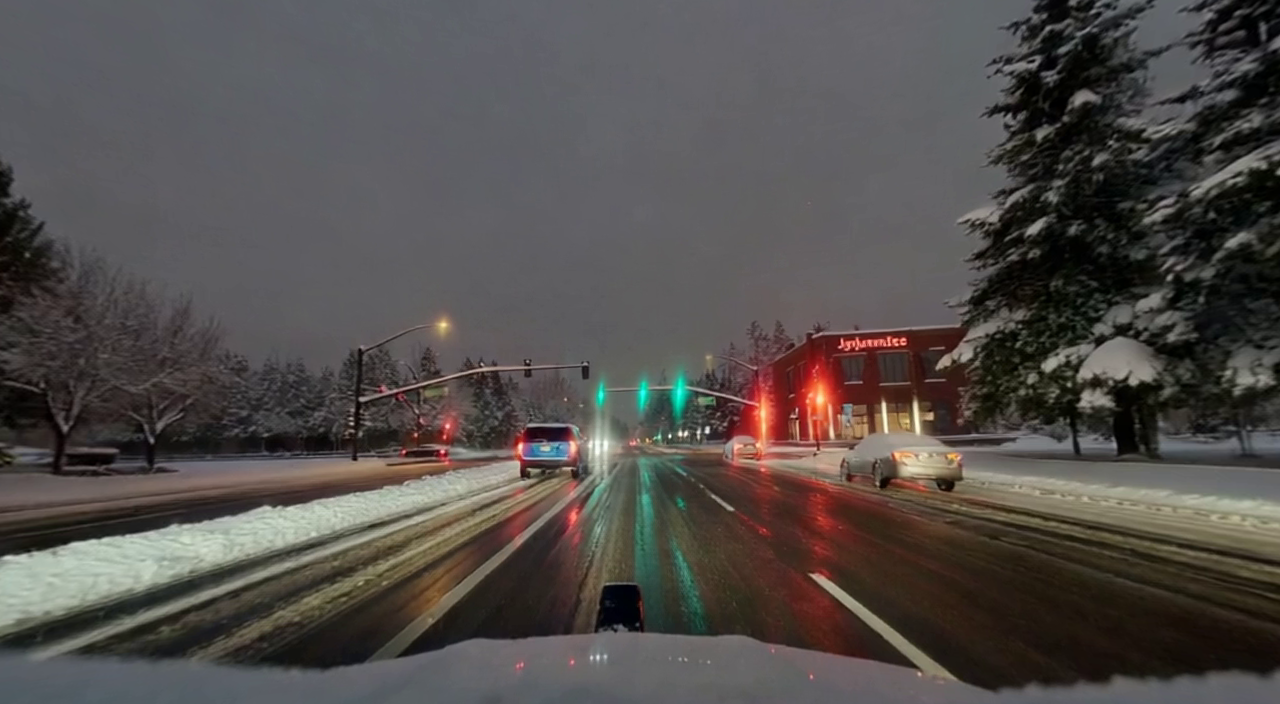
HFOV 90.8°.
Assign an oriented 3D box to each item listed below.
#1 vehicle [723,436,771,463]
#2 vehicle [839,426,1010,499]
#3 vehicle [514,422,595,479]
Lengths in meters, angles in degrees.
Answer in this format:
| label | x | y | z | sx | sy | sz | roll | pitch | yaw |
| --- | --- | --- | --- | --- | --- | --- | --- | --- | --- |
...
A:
| label | x | y | z | sx | sy | sz | roll | pitch | yaw |
| --- | --- | --- | --- | --- | --- | --- | --- | --- | --- |
| vehicle | 6.419 | 5.896 | 38.372 | 1.972 | 1.476 | 4.775 | 0 | -8 | -2 |
| vehicle | 6.797 | 2.702 | 15.852 | 2.014 | 1.539 | 4.852 | 0 | -8 | 0 |
| vehicle | -3.047 | 3.669 | 23.670 | 2.313 | 1.883 | 5.016 | 0 | -8 | 0 |
